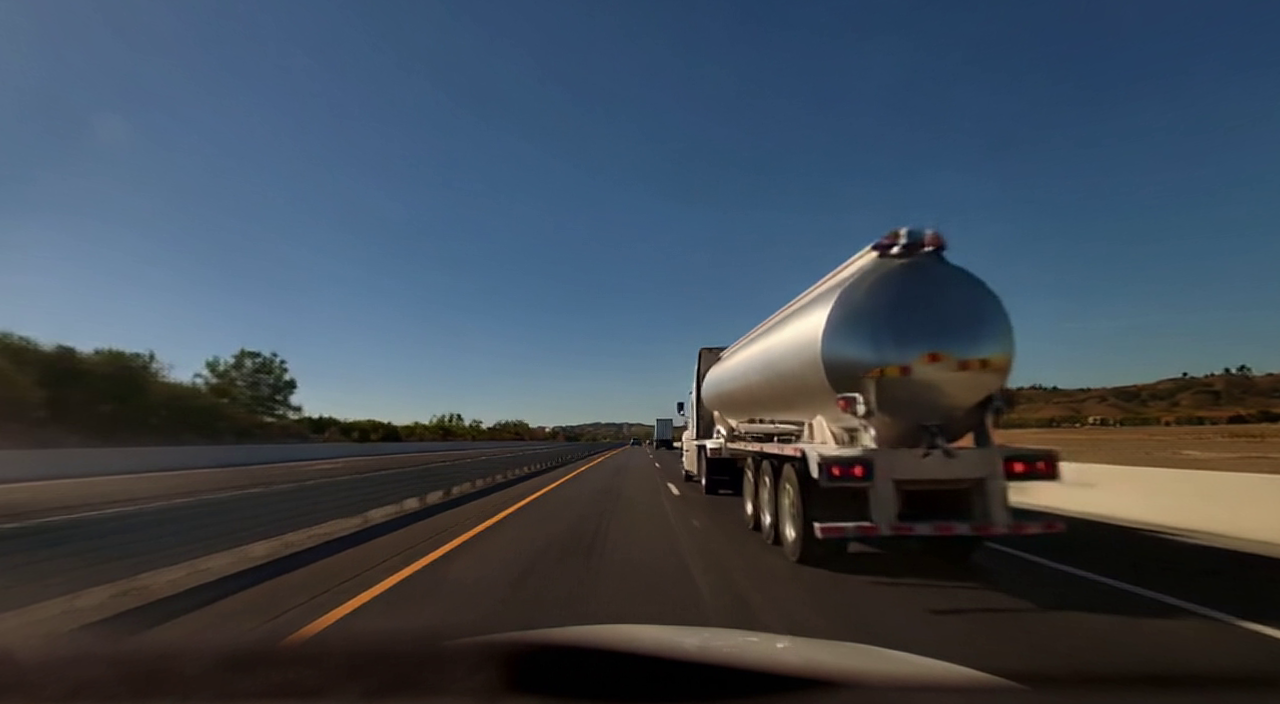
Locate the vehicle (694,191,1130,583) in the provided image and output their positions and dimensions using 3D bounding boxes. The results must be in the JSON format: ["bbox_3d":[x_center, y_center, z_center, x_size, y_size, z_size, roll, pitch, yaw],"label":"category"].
[{"bbox_3d":[2.996,1.032,11.701,2.946,3.745,11.516,0,-8,0],"label":"vehicle"}]
